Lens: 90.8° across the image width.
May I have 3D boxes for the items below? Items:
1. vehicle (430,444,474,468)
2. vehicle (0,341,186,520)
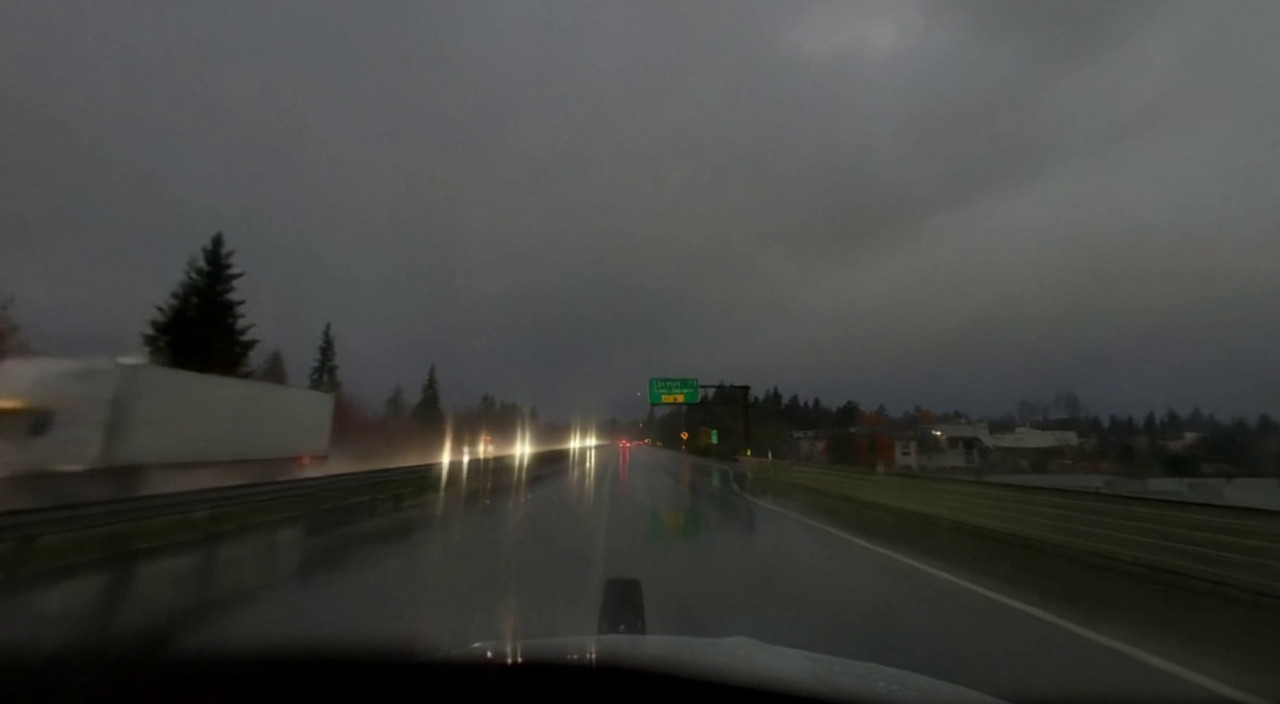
[{"bbox_3d":[-12.634,7.029,42.697,1.847,1.481,4.216,0,-9,-3],"label":"vehicle"},{"bbox_3d":[-15.725,2.151,16.641,2.968,3.954,5.903,0,-9,-2],"label":"vehicle"}]
